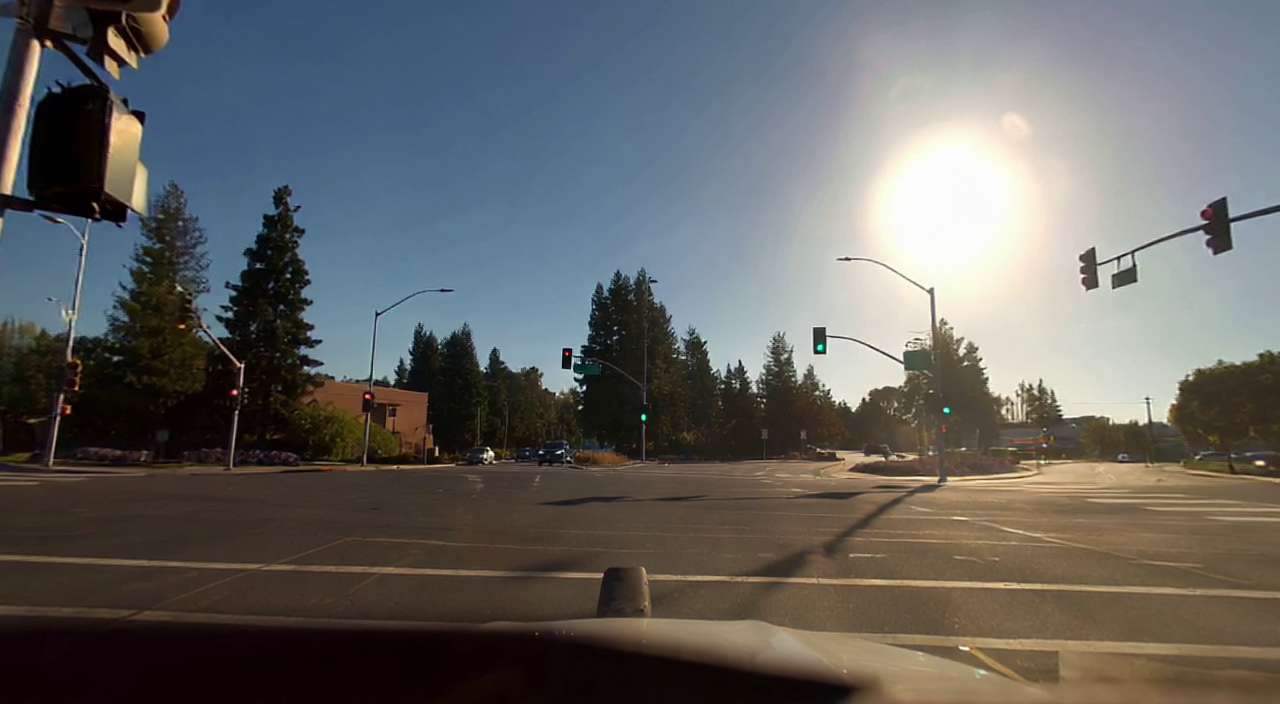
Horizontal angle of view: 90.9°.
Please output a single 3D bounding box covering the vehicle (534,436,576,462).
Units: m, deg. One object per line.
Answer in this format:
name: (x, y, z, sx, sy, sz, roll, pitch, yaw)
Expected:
vehicle: (-6.040, 7.018, 45.706, 2.234, 1.796, 5.416, 0, -8, 1)
